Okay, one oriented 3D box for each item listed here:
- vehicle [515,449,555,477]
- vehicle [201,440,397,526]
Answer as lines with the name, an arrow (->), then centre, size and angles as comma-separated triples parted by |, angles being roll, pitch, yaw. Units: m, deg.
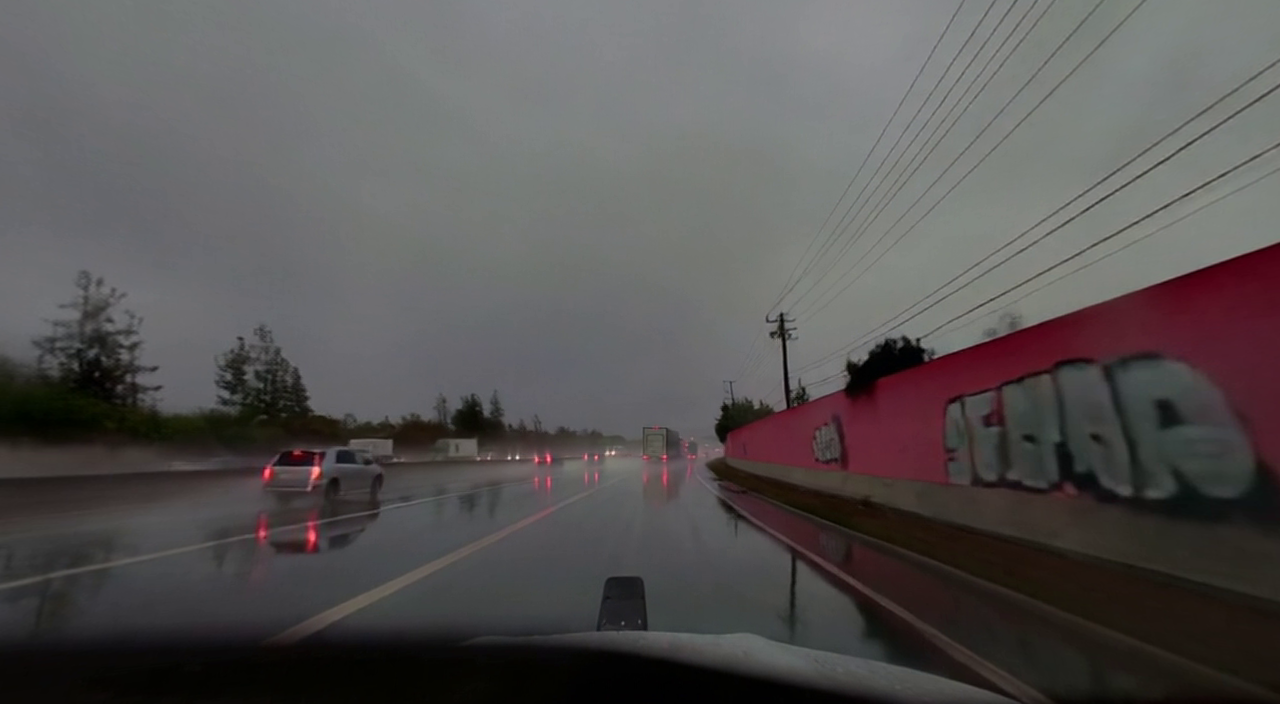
vehicle -> -6.034, 6.392, 36.426 | 1.708, 1.489, 2.840 | -1, -9, 3
vehicle -> -7.096, 2.737, 13.665 | 1.966, 1.565, 3.766 | -1, -9, 3
